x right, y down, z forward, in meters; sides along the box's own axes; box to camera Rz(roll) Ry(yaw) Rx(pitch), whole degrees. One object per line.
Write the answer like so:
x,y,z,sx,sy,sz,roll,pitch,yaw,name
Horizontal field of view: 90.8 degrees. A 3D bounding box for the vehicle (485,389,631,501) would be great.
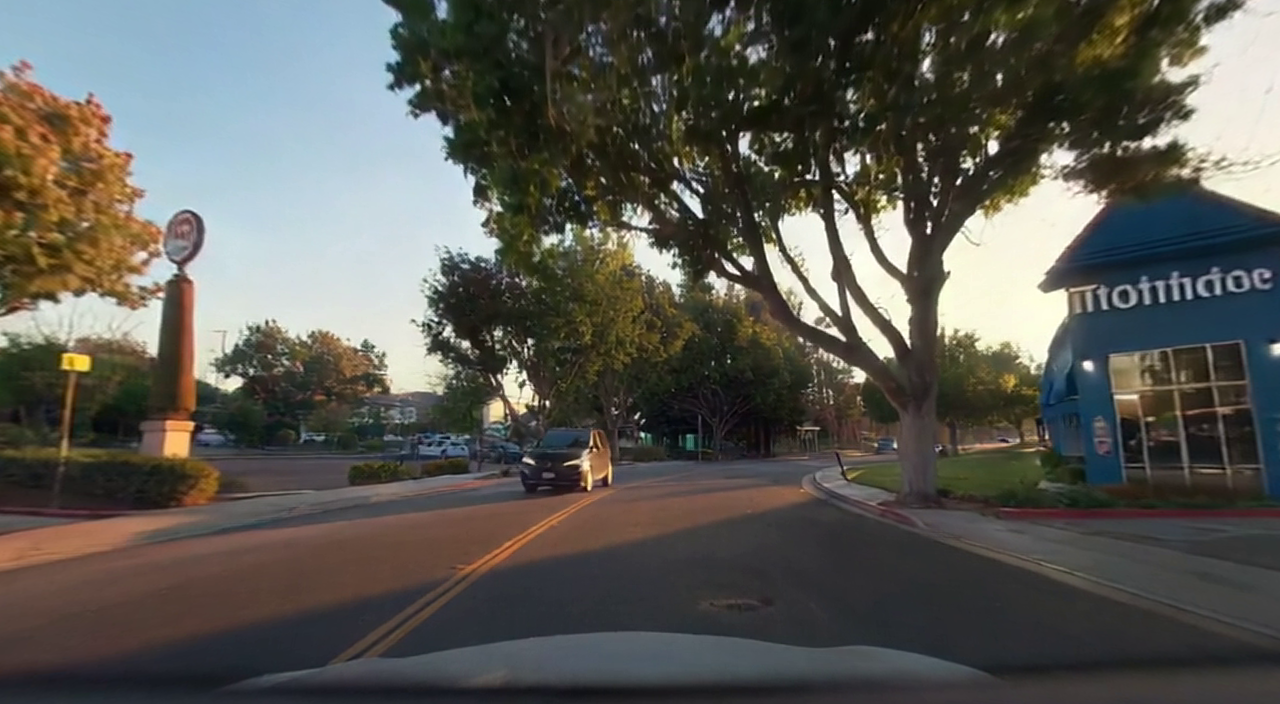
-2.207,2.924,19.966,2.489,2.884,6.940,-2,-9,11,vehicle
